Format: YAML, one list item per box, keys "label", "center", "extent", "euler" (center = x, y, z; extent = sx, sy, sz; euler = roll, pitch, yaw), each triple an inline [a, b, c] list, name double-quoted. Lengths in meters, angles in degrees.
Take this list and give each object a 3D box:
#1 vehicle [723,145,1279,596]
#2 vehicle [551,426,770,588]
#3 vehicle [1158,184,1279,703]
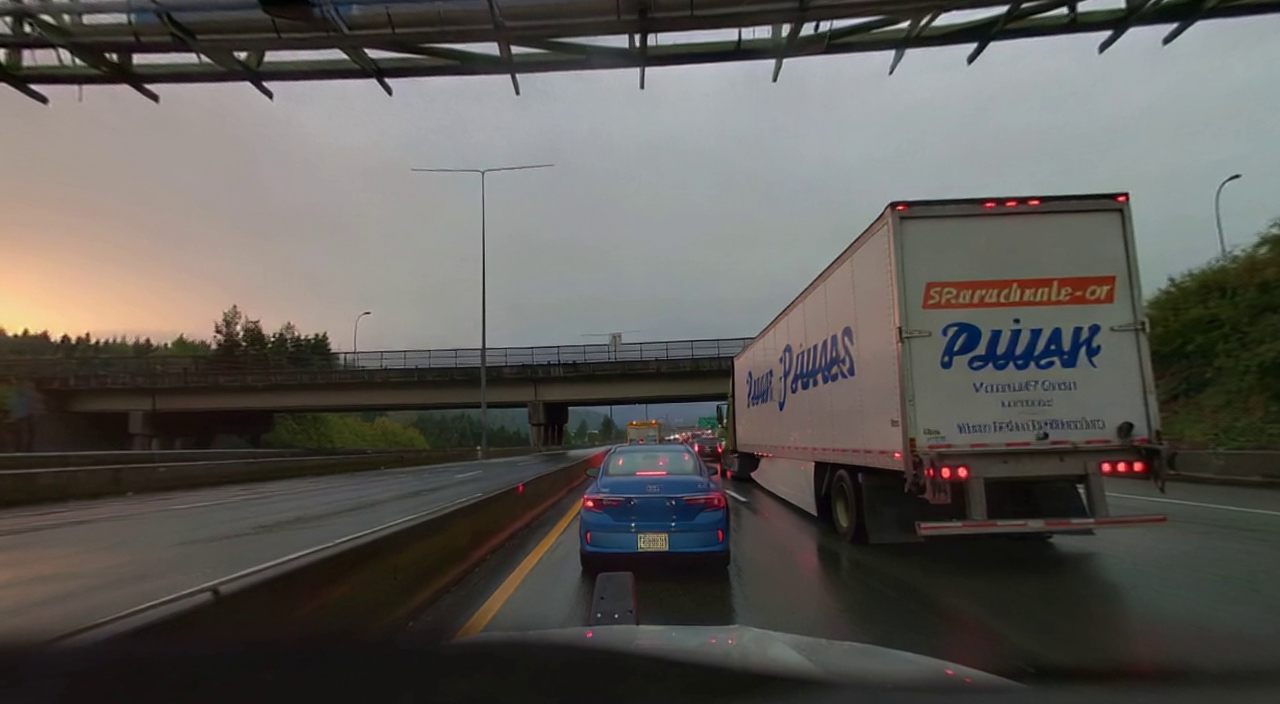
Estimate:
- label: "vehicle"
  center: [4.219, 1.062, 12.776]
  extent: [2.827, 4.081, 14.305]
  euler: [0, -8, -1]
- label: "vehicle"
  center: [0.180, 1.715, 7.775]
  extent: [2.045, 1.490, 3.597]
  euler: [-1, -8, 0]
- label: "vehicle"
  center: [4.741, 0.077, 0.439]
  extent: [2.892, 2.615, 6.650]
  euler: [0, -8, -2]
